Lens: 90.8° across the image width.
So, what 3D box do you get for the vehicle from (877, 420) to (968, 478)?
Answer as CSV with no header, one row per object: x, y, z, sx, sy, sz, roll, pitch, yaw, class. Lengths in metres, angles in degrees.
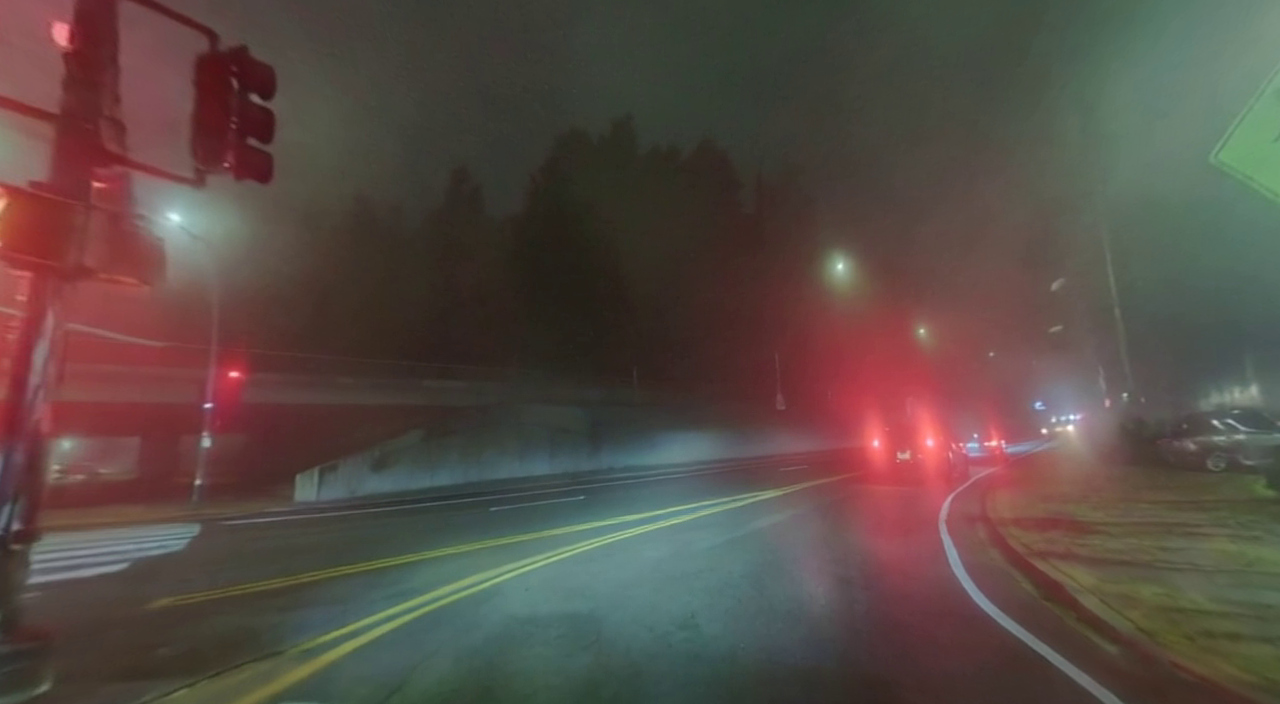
9.169,3.104,20.339,1.908,1.622,4.166,-6,-10,33,vehicle

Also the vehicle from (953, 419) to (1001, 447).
24.714,5.962,46.228,2.122,1.954,5.144,-7,-11,37,vehicle
